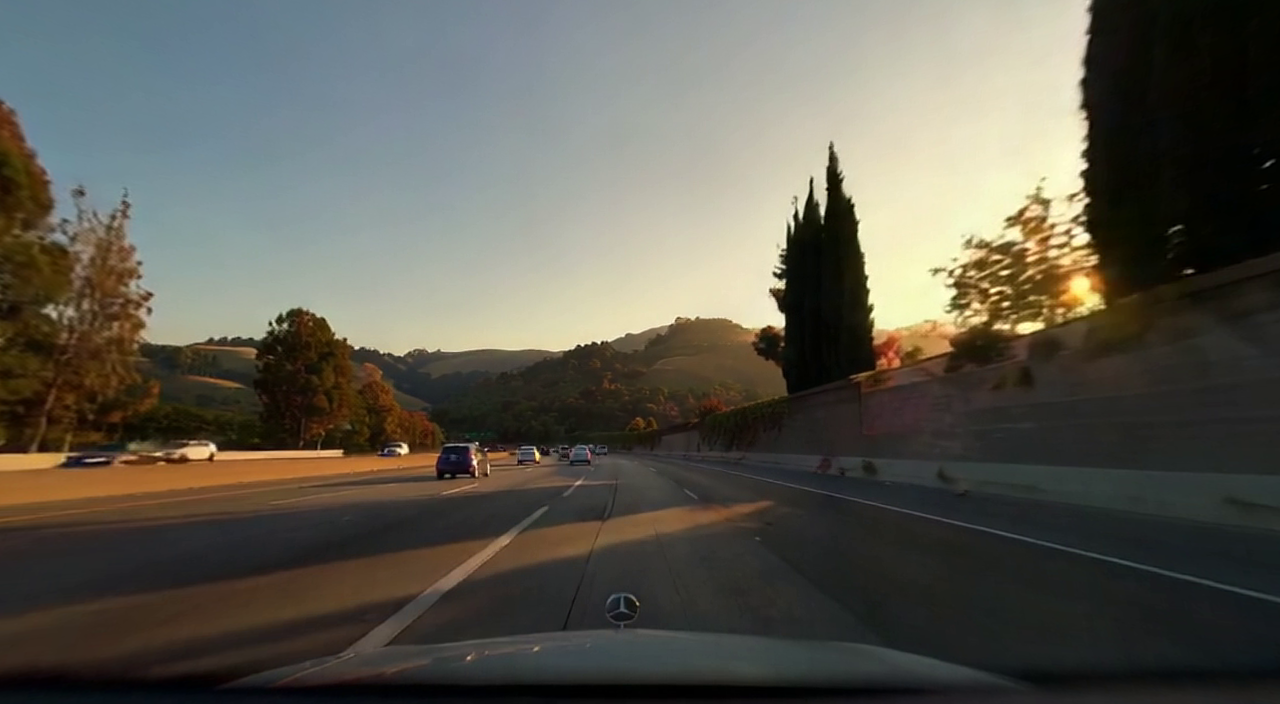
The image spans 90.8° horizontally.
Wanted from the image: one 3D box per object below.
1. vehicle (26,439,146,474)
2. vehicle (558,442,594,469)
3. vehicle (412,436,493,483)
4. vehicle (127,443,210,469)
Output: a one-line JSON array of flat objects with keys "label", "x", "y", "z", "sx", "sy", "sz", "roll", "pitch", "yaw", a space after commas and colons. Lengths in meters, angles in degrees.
[{"label": "vehicle", "x": -27.565, "y": 5.217, "z": 31.682, "sx": 1.911, "sy": 1.576, "sz": 4.545, "roll": 0, "pitch": -9, "yaw": -1}, {"label": "vehicle", "x": -4.261, "y": 6.953, "z": 42.661, "sx": 2.115, "sy": 1.713, "sz": 4.263, "roll": 0, "pitch": -9, "yaw": -2}, {"label": "vehicle", "x": -7.807, "y": 4.536, "z": 26.851, "sx": 2.074, "sy": 1.768, "sz": 4.805, "roll": 0, "pitch": -9, "yaw": -1}, {"label": "vehicle", "x": -32.419, "y": 7.161, "z": 43.658, "sx": 2.061, "sy": 1.625, "sz": 4.873, "roll": 0, "pitch": -9, "yaw": -1}]
